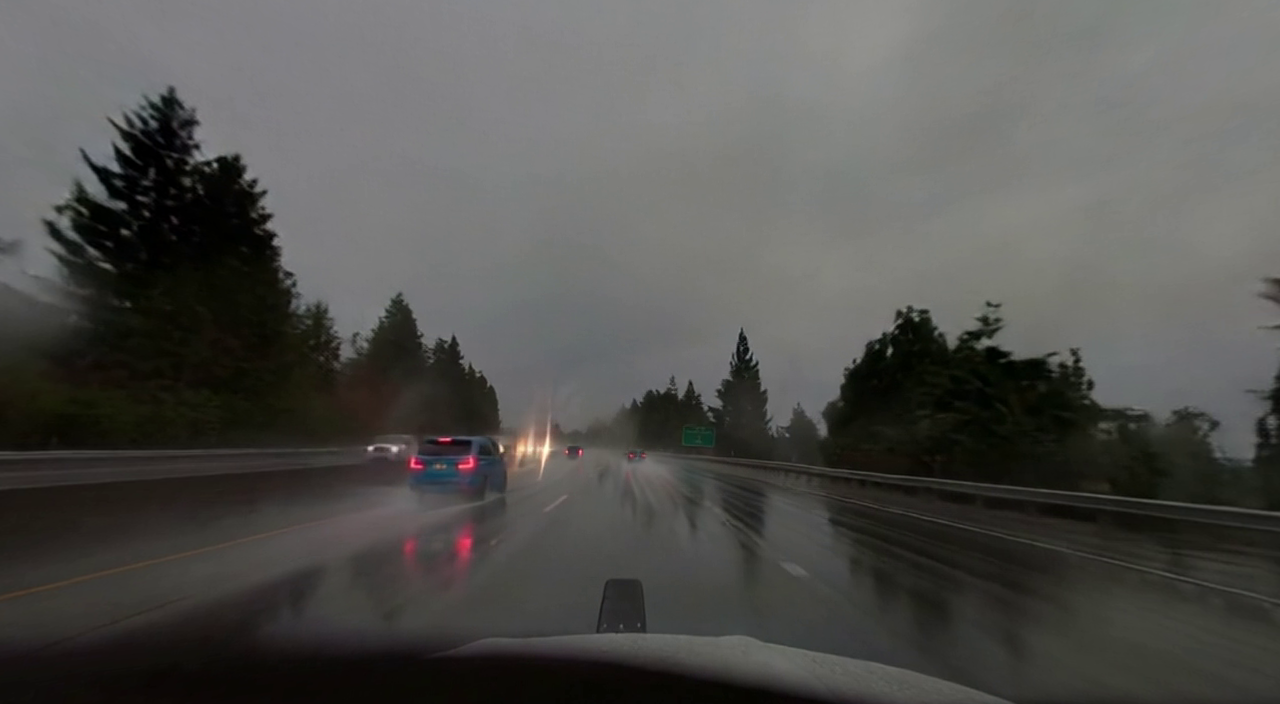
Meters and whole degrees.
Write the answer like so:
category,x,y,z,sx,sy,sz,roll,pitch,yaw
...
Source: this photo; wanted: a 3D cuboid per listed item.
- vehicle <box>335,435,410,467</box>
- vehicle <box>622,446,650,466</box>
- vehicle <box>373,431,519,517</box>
category,x,y,z,sx,sy,sz,roll,pitch,yaw
vehicle,-13.434,5.005,32.013,1.864,1.484,4.679,0,-9,-1
vehicle,-0.358,8.043,49.077,2.008,1.499,3.192,0,-9,-3
vehicle,-4.248,2.726,14.611,2.088,1.675,4.108,0,-9,-1
